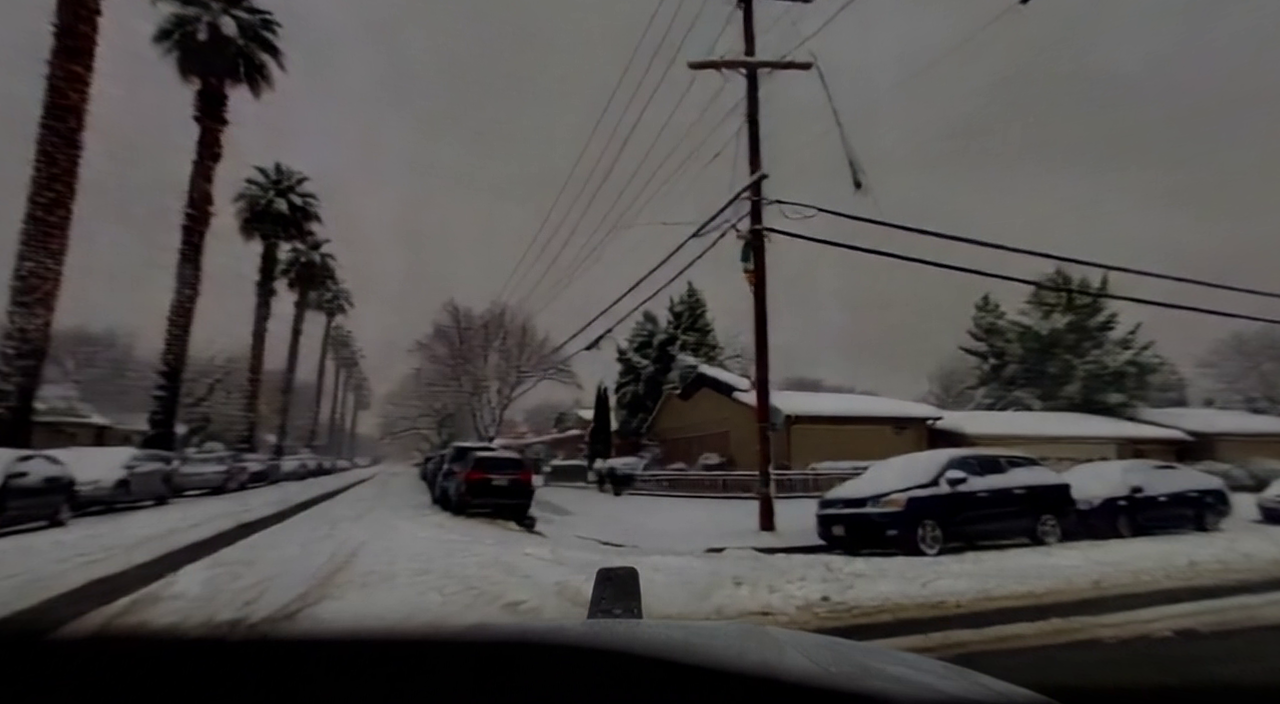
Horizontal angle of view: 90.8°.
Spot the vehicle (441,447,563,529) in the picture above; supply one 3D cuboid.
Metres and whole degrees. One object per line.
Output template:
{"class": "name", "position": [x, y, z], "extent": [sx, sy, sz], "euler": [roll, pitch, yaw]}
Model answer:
{"class": "vehicle", "position": [-4.128, 3.673, 17.985], "extent": [2.505, 1.895, 5.805], "euler": [3, -9, -20]}

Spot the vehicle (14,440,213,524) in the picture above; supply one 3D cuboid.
{"class": "vehicle", "position": [-14.482, 3.535, 18.009], "extent": [2.301, 1.939, 6.143], "euler": [3, -9, -20]}

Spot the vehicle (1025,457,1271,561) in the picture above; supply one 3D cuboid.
{"class": "vehicle", "position": [11.148, 3.310, 13.936], "extent": [4.436, 1.756, 2.150], "euler": [2, -8, -21]}

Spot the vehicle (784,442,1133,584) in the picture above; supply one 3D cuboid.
{"class": "vehicle", "position": [5.958, 2.768, 11.834], "extent": [5.971, 1.967, 2.385], "euler": [2, -9, -23]}

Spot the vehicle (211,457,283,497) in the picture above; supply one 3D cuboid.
{"class": "vehicle", "position": [-20.424, 6.456, 33.087], "extent": [2.178, 1.865, 4.658], "euler": [3, -9, -20]}

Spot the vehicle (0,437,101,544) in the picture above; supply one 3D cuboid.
{"class": "vehicle", "position": [-12.106, 2.441, 11.481], "extent": [2.198, 1.724, 4.493], "euler": [4, -10, -24]}
